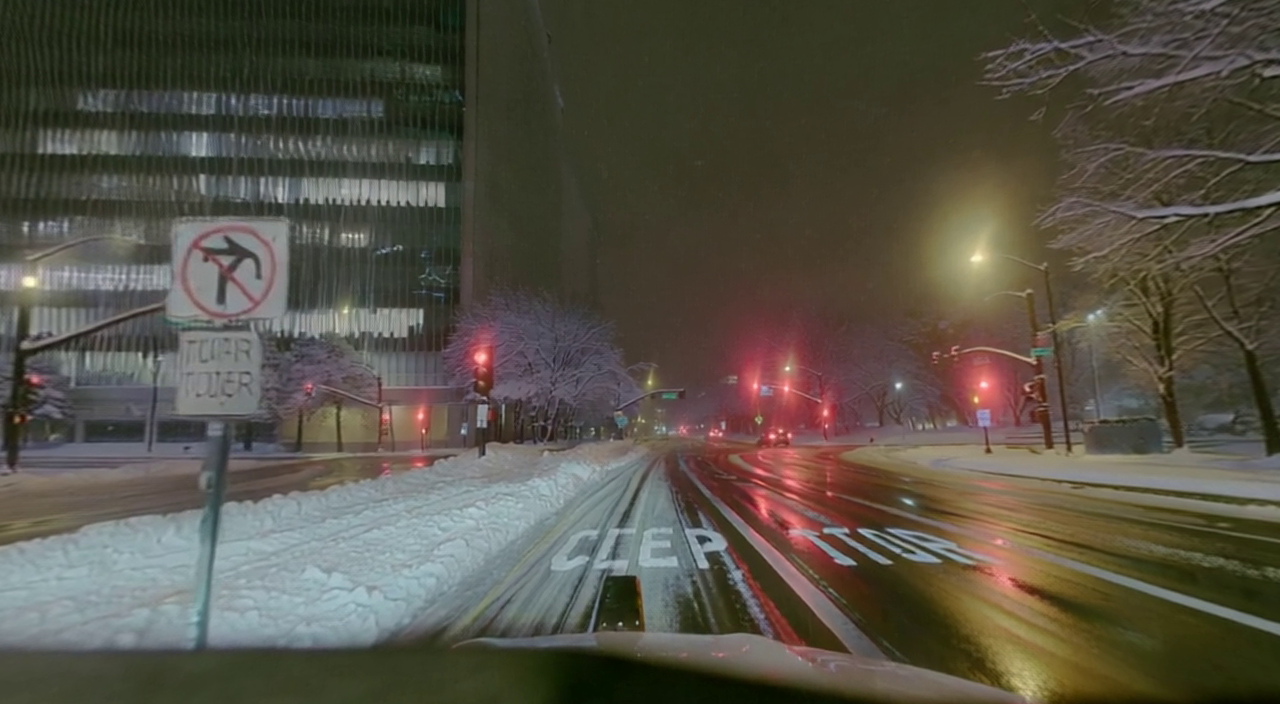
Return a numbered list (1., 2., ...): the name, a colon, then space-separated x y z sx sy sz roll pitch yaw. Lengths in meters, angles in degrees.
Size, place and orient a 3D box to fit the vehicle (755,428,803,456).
1. vehicle: 9.768 6.422 44.853 2.156 1.881 4.743 0 -9 -2
